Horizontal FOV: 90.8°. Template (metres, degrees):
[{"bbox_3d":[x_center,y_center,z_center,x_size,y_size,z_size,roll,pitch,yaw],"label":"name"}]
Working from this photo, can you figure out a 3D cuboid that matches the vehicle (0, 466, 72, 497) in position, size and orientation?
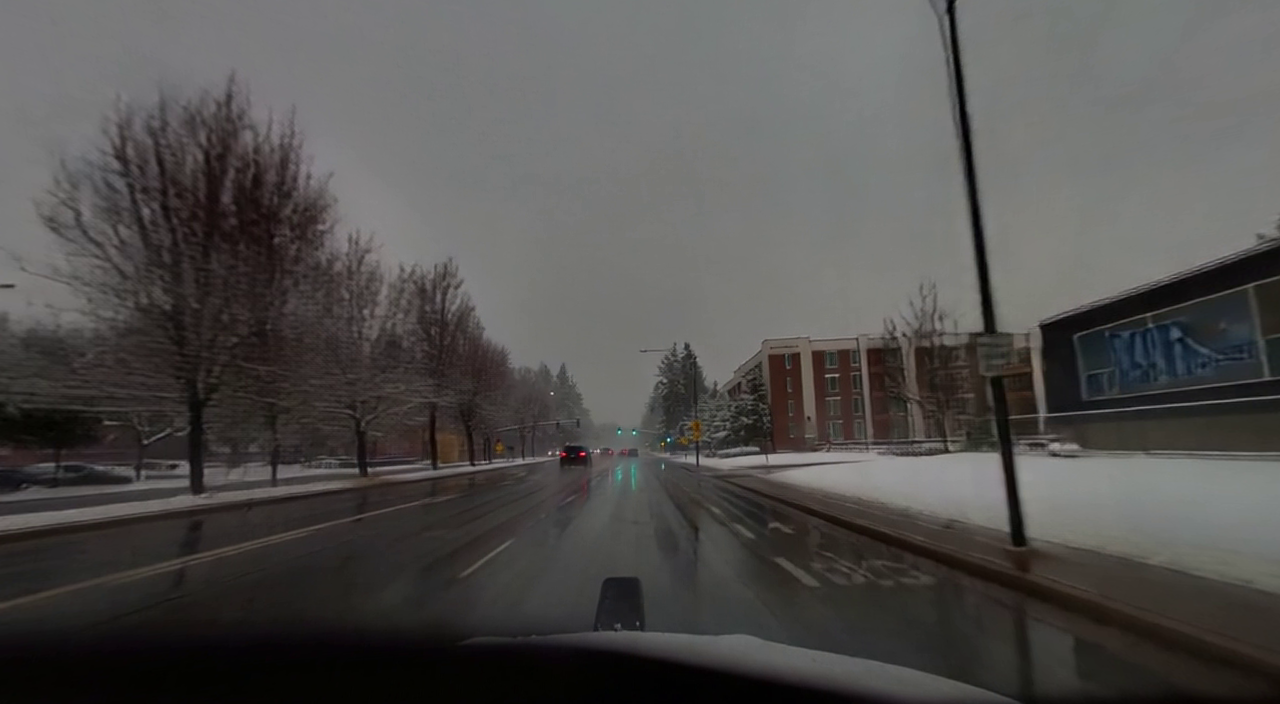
[{"bbox_3d":[-37.265,7.876,38.222,3.934,1.544,1.826,-4,-9,-4],"label":"vehicle"}]

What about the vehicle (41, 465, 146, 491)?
[{"bbox_3d":[-37.448,8.602,43.369,5.138,1.622,2.121,0,-9,-2],"label":"vehicle"}]

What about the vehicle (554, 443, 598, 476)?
[{"bbox_3d":[-3.487,5.963,35.326,1.959,1.741,4.141,0,-8,1],"label":"vehicle"}]
